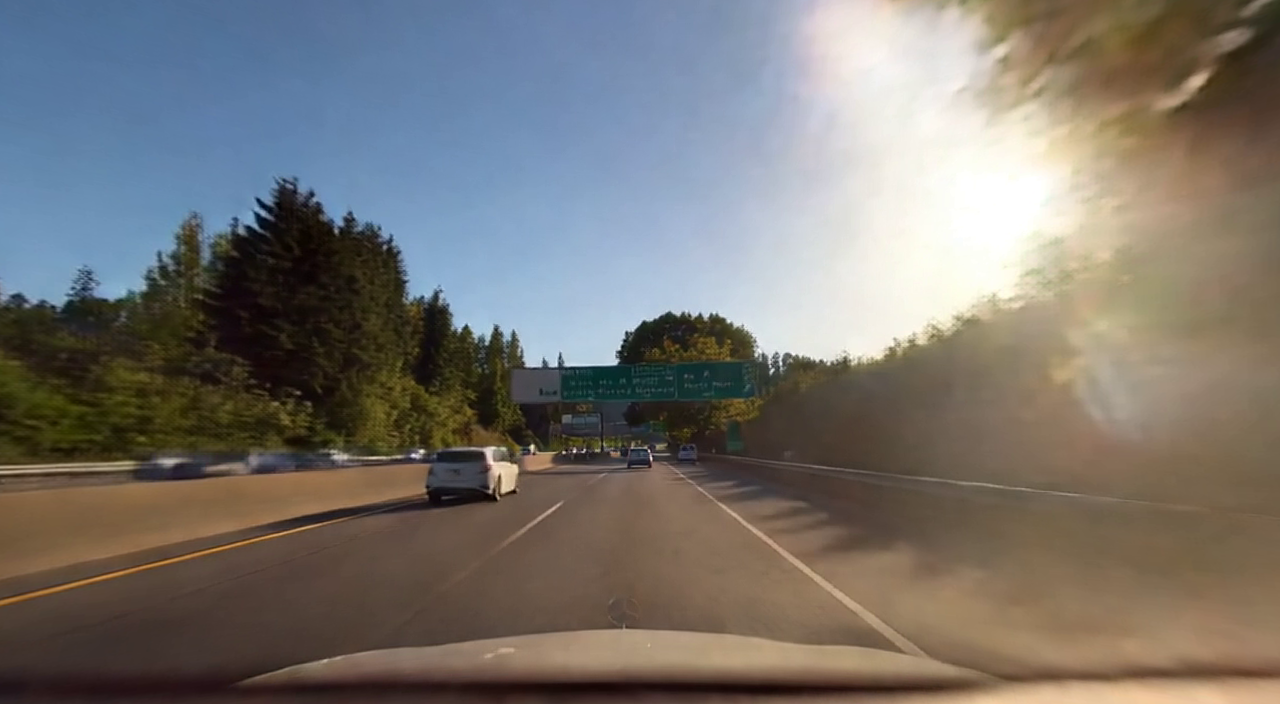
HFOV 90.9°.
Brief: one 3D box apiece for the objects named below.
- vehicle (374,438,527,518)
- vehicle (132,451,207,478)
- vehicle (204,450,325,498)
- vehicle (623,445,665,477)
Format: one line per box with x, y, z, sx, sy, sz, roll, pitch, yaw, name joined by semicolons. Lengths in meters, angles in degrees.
-4.110;2.835;14.627;2.081;1.534;4.543;0;-9;1;vehicle
-27.452;6.576;36.900;1.736;1.475;3.535;0;-9;-2;vehicle
-12.685;4.115;21.587;1.787;1.447;3.776;0;-9;1;vehicle
0.168;5.390;31.331;1.960;1.456;3.818;0;-9;0;vehicle
